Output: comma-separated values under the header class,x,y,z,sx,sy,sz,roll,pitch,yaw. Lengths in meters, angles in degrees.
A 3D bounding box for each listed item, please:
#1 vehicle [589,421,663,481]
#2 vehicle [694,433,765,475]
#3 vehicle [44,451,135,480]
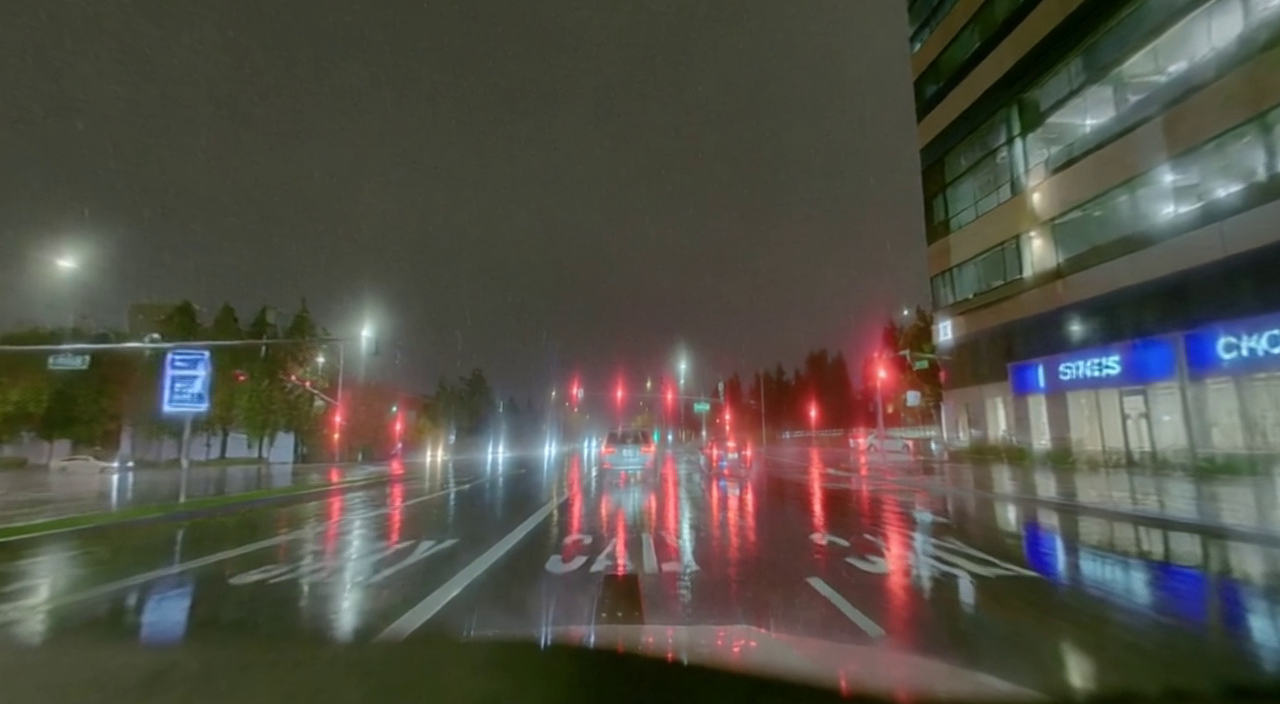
class,x,y,z,sx,sy,sz,roll,pitch,yaw
vehicle,-0.441,3.431,22.060,2.313,1.860,4.319,0,-8,0
vehicle,3.421,4.011,25.026,2.080,1.472,4.401,0,-8,-1
vehicle,-39.655,8.175,45.607,4.610,1.691,2.034,-3,-8,-2
